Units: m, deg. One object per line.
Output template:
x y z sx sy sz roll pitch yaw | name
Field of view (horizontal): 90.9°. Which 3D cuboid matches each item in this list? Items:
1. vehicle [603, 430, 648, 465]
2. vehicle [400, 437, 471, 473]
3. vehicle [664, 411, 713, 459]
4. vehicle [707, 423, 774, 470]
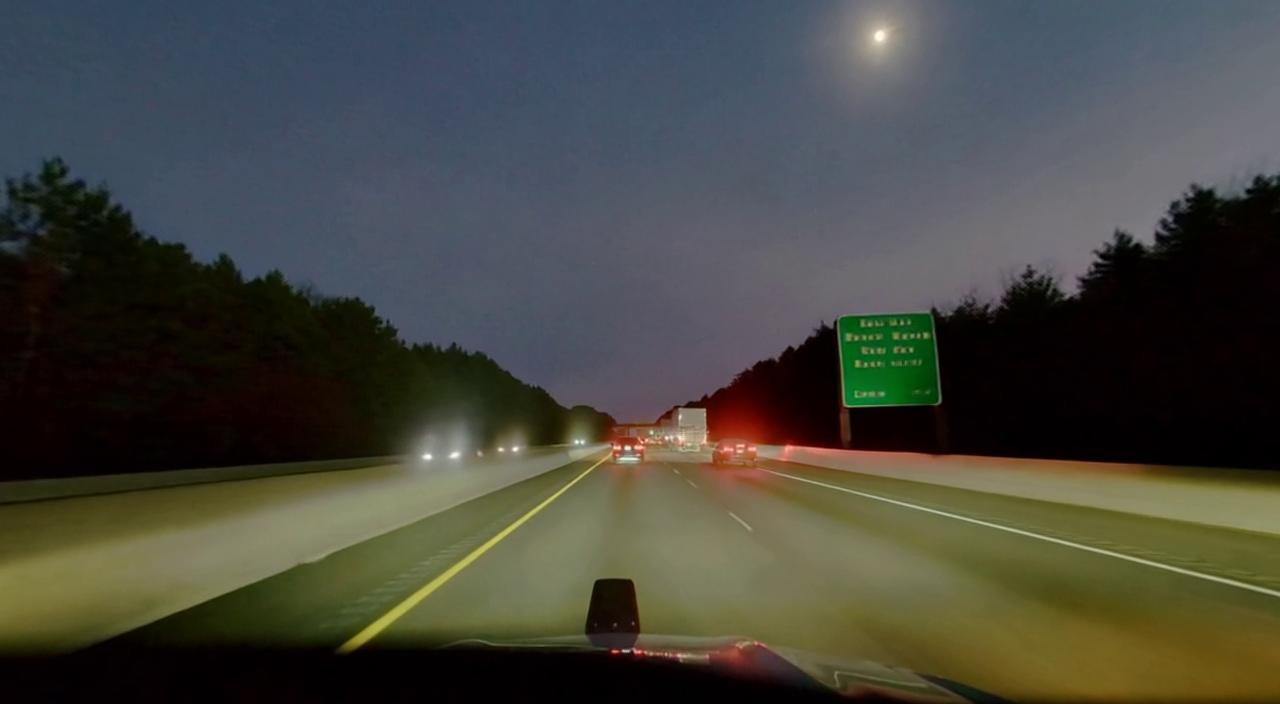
-0.747 4.928 32.839 2.206 1.681 4.111 0 -8 -1 | vehicle
-9.487 4.765 29.640 1.932 1.545 4.168 0 -8 0 | vehicle
3.232 5.822 44.157 2.728 3.053 7.708 0 -8 0 | vehicle
4.318 4.112 27.695 2.073 1.905 4.023 0 -8 -3 | vehicle
